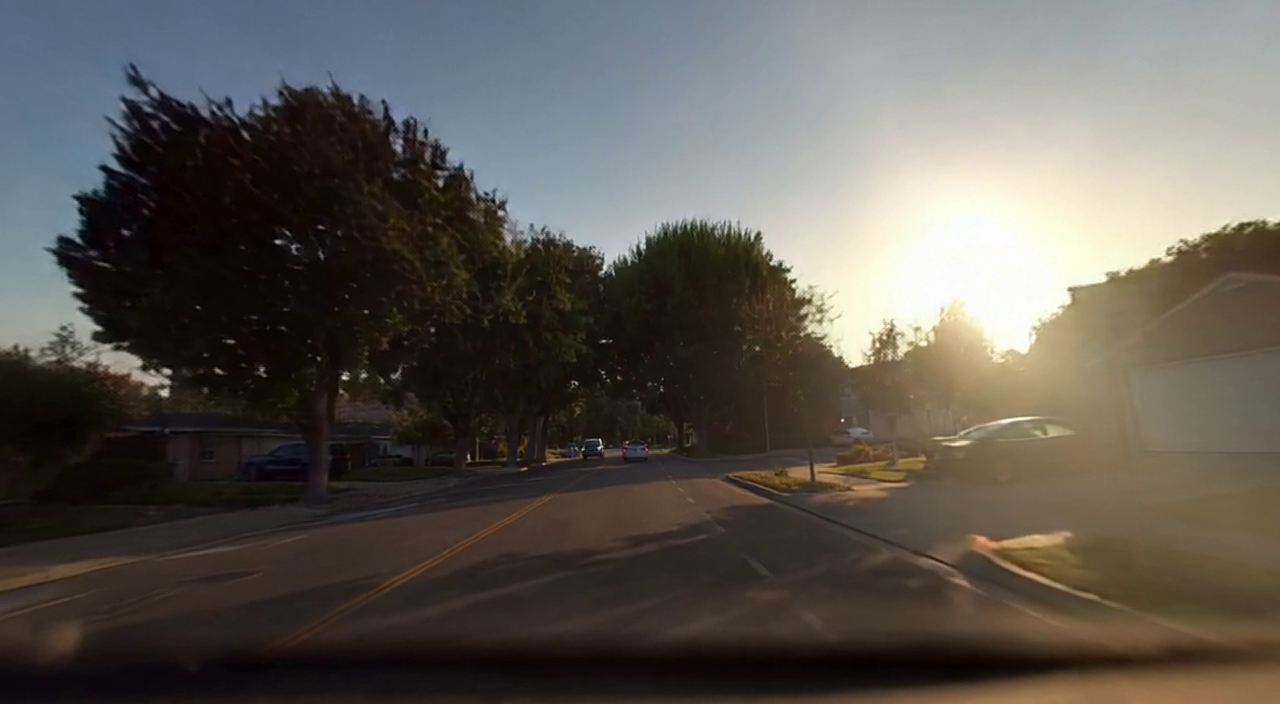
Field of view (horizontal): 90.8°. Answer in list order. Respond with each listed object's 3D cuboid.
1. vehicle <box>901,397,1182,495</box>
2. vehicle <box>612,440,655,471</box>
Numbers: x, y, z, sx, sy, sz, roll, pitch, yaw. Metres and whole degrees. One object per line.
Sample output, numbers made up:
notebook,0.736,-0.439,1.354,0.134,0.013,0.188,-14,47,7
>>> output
vehicle,8.691,2.072,14.015,4.740,1.467,2.074,-6,-8,-3
vehicle,-0.337,5.430,33.337,2.098,1.483,4.099,0,-9,-1
